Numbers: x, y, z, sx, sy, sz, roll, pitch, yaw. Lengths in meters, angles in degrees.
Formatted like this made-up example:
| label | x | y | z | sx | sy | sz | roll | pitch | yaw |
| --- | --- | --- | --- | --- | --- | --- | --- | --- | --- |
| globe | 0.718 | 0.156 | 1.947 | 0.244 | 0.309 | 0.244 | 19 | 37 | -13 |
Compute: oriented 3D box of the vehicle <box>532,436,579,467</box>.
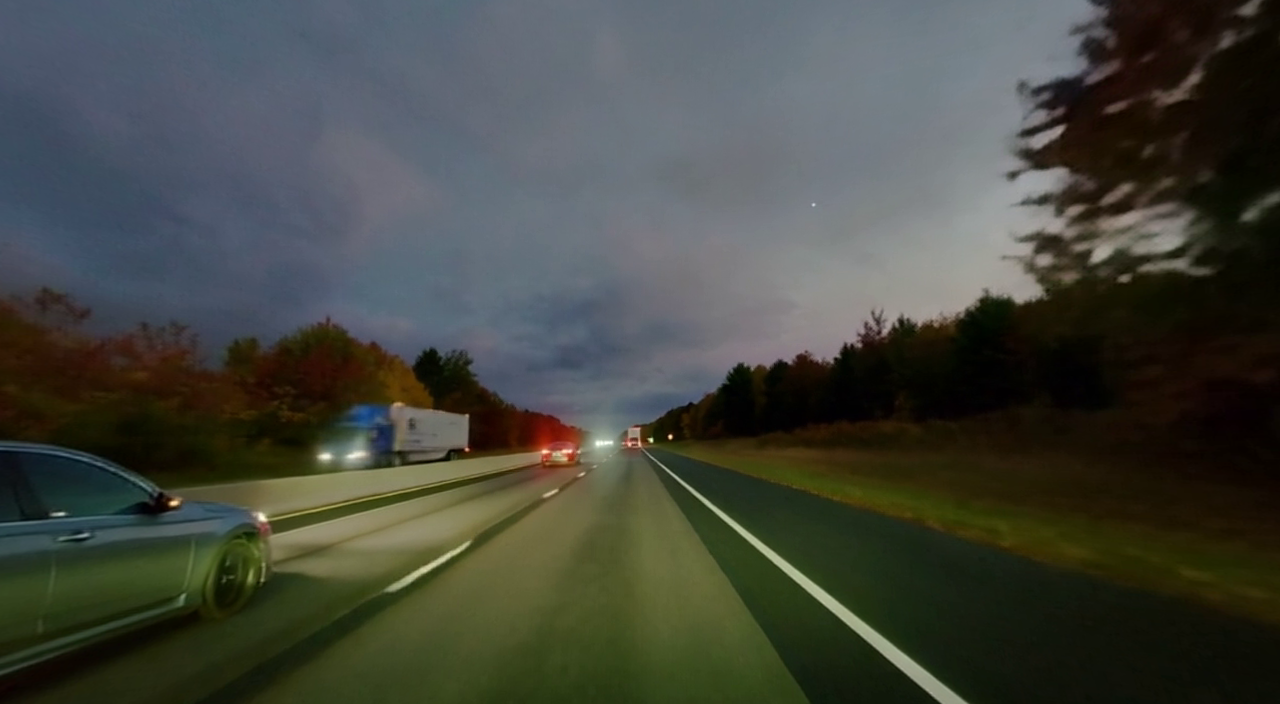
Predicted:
| label | x | y | z | sx | sy | sz | roll | pitch | yaw |
| --- | --- | --- | --- | --- | --- | --- | --- | --- | --- |
| vehicle | -4.498 | 5.362 | 34.165 | 2.002 | 1.553 | 4.247 | 0 | -8 | 0 |

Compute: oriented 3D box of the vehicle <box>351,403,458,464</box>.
| label | x | y | z | sx | sy | sz | roll | pitch | yaw |
| --- | --- | --- | --- | --- | --- | --- | --- | --- | --- |
| vehicle | -17.306 | 6.289 | 47.909 | 2.878 | 3.898 | 13.768 | 0 | -8 | 0 |

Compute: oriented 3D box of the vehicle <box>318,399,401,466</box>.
| label | x | y | z | sx | sy | sz | roll | pitch | yaw |
| --- | --- | --- | --- | --- | --- | --- | --- | --- | --- |
| vehicle | -17.178 | 4.986 | 38.891 | 2.983 | 3.859 | 4.101 | 0 | -8 | 1 |
